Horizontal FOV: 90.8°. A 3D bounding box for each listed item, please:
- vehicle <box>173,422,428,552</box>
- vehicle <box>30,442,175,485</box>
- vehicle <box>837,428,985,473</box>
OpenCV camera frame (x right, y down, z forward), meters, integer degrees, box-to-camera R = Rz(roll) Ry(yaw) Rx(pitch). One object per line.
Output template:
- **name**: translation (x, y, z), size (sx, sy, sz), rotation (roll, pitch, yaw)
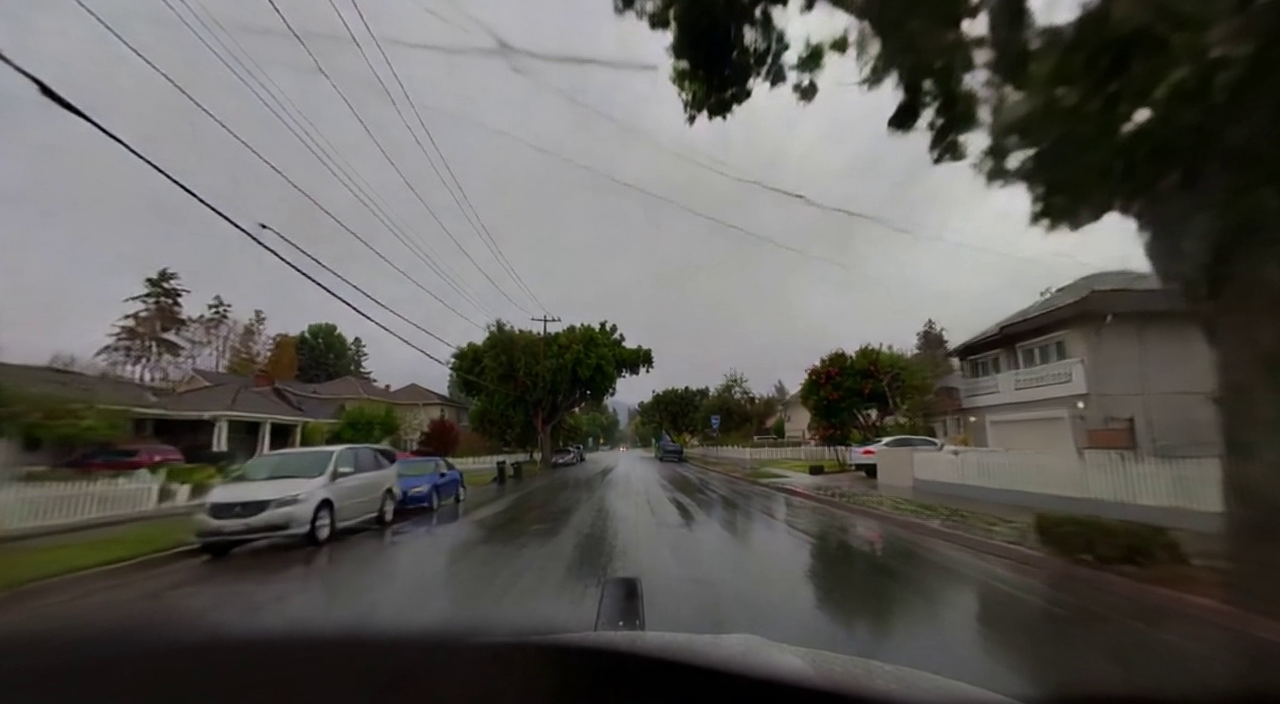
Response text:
- **vehicle**: translation (-5.917, 2.375, 12.055), size (2.015, 1.766, 5.450), rotation (-3, -8, -2)
- **vehicle**: translation (-19.693, 4.104, 23.279), size (3.553, 1.471, 1.816), rotation (0, -9, -2)
- **vehicle**: translation (10.084, 3.714, 23.821), size (4.629, 1.504, 1.945), rotation (-1, -9, -1)
